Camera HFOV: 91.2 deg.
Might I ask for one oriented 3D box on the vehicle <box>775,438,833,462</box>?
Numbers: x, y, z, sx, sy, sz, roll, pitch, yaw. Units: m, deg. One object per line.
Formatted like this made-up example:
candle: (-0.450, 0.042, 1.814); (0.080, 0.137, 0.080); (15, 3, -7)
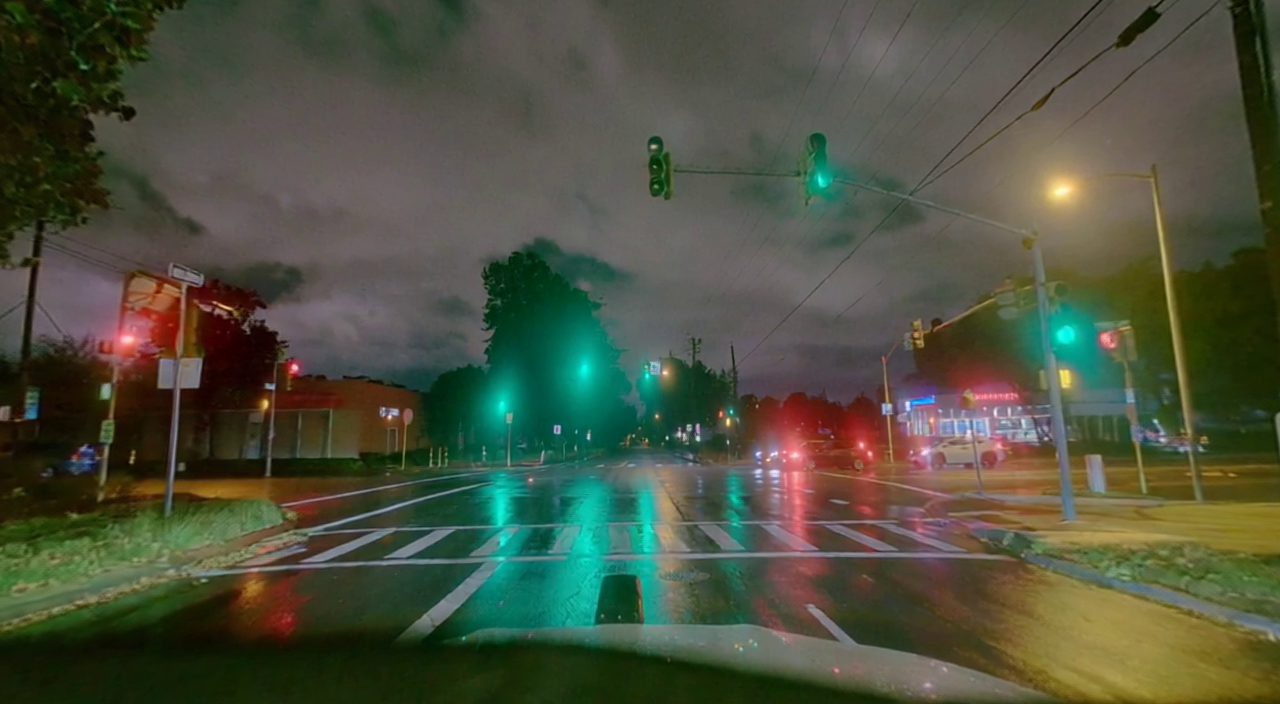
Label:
vehicle: (11.084, 6.615, 42.251); (1.955, 1.508, 4.295); (-8, -12, 42)

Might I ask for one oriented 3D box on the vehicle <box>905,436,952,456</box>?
vehicle: (21.817, 7.136, 47.502); (1.923, 1.463, 3.758); (-1, -9, 3)

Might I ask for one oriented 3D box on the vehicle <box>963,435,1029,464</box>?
vehicle: (20.998, 5.756, 37.094); (1.851, 1.388, 3.475); (0, -4, -1)

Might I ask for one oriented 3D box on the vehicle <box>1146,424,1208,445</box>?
vehicle: (40.981, 6.341, 47.925); (1.682, 1.422, 3.422); (1, -10, 0)

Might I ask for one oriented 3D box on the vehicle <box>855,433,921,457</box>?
vehicle: (16.925, 6.329, 42.697); (4.522, 1.546, 1.941); (6, -11, -34)
